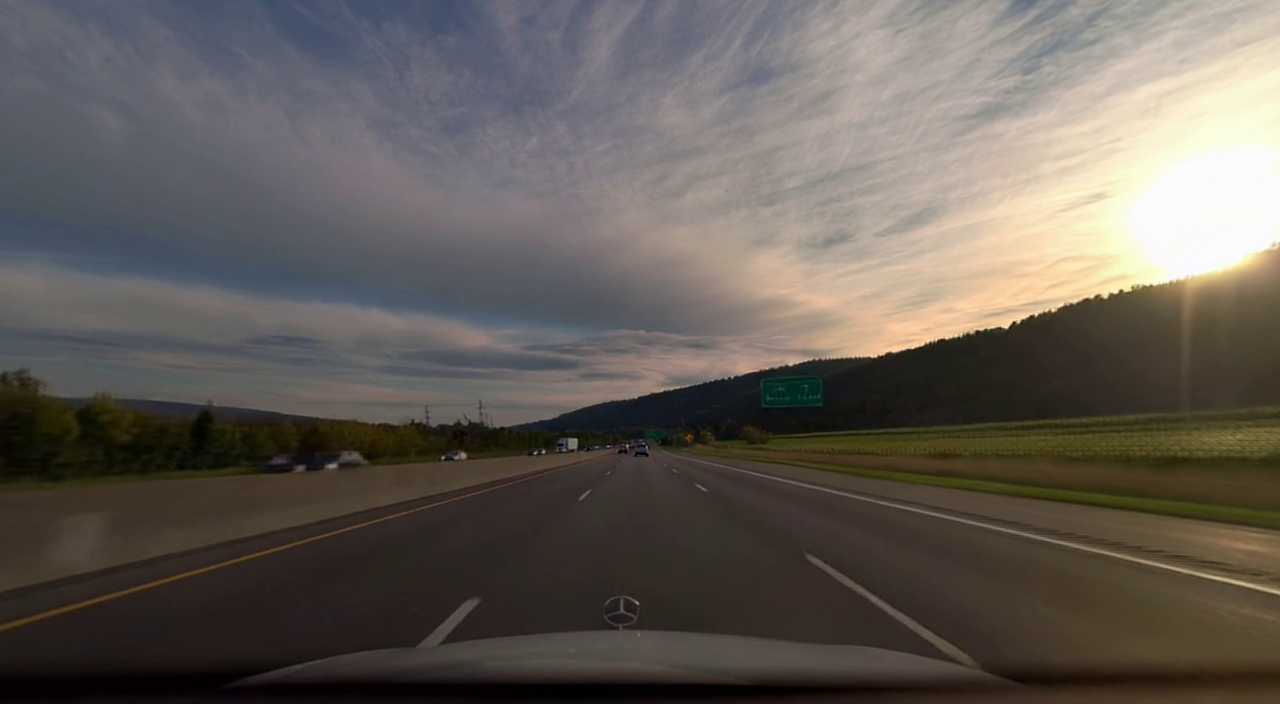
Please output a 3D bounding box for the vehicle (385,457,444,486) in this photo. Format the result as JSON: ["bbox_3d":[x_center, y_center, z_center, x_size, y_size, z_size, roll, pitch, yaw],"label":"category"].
[{"bbox_3d":[-11.710,6.186,32.881,1.714,1.369,3.700,0,-9,0],"label":"vehicle"}]

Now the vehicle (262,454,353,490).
[{"bbox_3d":[-15.666,5.647,29.910,1.837,1.501,4.587,0,-9,0],"label":"vehicle"}]
